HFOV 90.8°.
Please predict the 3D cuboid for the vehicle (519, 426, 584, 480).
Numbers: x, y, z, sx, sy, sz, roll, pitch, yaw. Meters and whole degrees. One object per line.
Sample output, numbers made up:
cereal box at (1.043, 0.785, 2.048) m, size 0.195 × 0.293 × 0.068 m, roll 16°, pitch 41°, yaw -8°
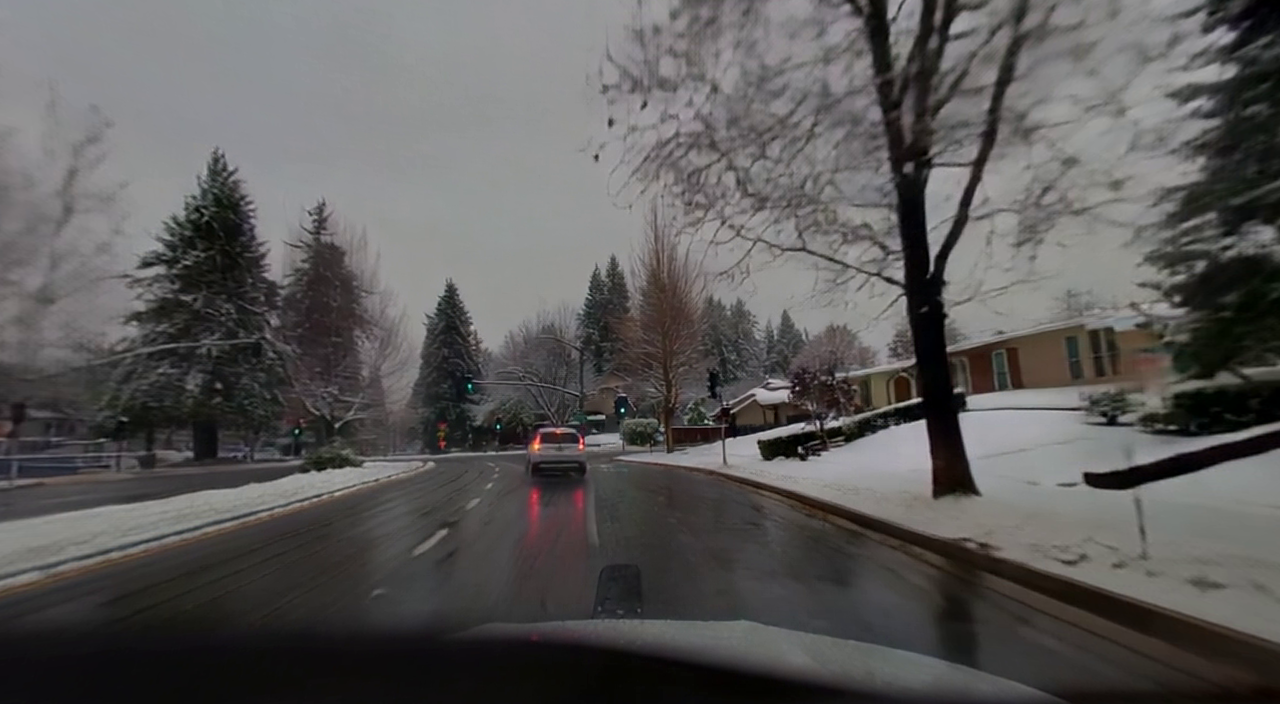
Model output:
vehicle at (-3.250, 3.570, 22.565) m, size 1.990 × 1.707 × 4.225 m, roll 1°, pitch -9°, yaw -11°
